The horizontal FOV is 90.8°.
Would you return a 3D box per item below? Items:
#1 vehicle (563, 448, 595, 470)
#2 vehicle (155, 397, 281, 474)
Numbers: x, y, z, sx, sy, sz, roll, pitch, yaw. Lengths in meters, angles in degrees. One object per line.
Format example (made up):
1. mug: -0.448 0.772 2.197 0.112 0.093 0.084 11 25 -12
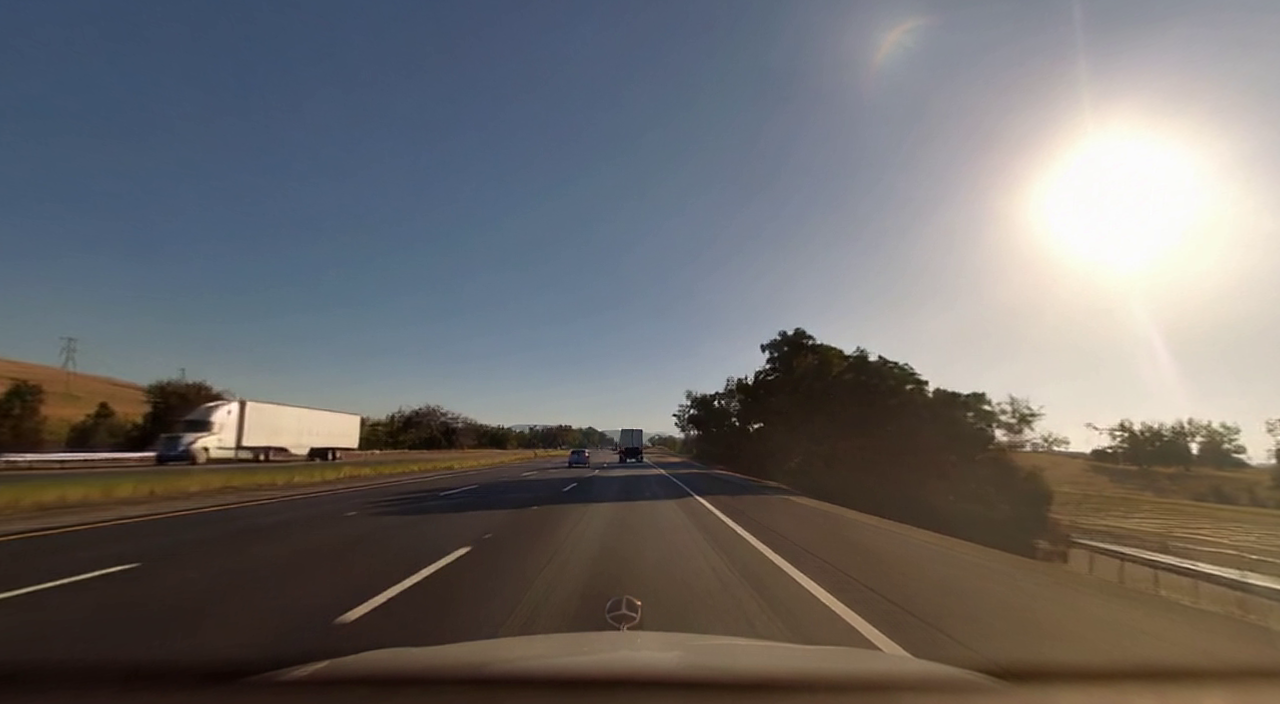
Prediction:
1. vehicle: -4.641 8.276 48.840 2.108 1.573 5.000 0 -9 -1
2. vehicle: -23.633 4.794 35.778 2.933 3.974 5.928 0 -9 -1
